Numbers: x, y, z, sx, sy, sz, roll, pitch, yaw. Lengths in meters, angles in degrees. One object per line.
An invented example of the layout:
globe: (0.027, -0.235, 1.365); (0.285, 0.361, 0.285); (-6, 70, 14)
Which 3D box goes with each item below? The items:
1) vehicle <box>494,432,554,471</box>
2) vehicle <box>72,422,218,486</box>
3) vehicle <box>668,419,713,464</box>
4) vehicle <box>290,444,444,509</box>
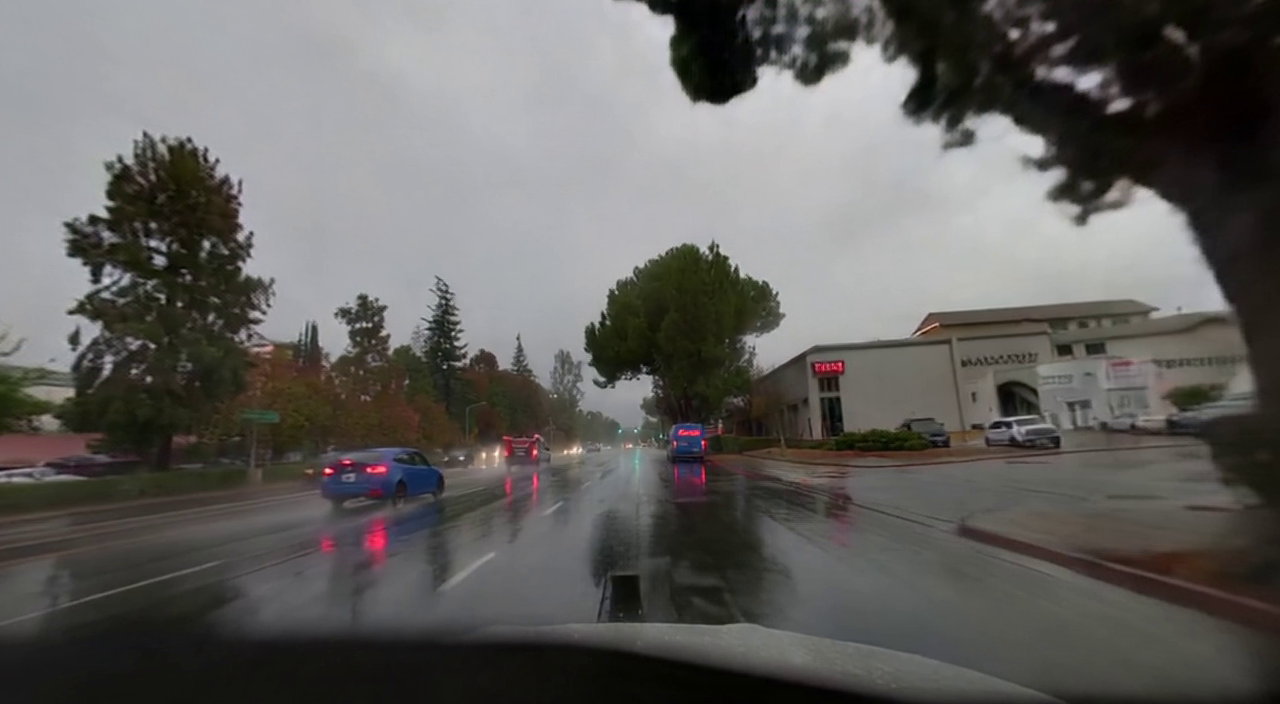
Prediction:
vehicle: (-6.664, 5.796, 36.886); (2.332, 2.039, 5.678); (0, -9, 1)
vehicle: (-34.347, 7.142, 44.515); (2.781, 3.955, 8.836); (-1, -9, 2)
vehicle: (3.477, 6.369, 44.839); (2.791, 3.026, 4.668); (0, -9, 0)
vehicle: (-6.848, 3.142, 16.470); (1.970, 1.456, 4.441); (0, -9, 1)
